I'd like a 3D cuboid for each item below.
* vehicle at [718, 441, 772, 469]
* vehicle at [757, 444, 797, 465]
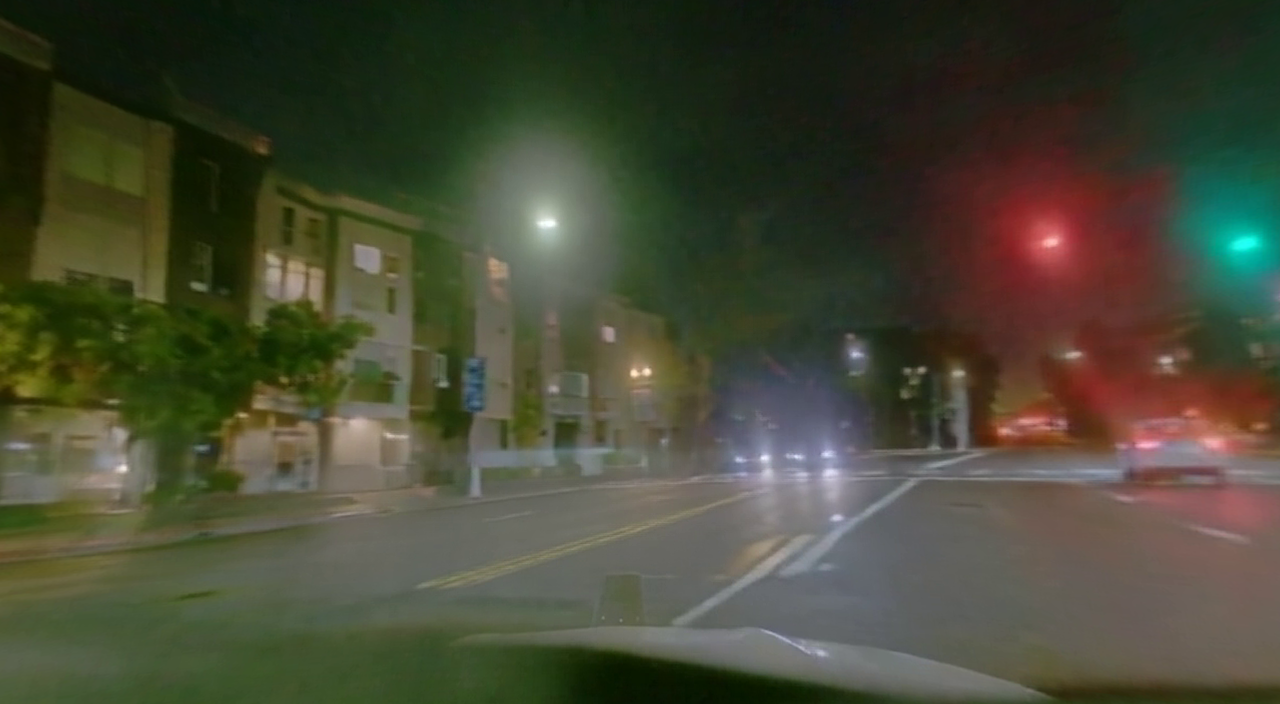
[{"bbox_3d":[6.844,6.657,40.966,2.075,1.708,4.335,-5,-10,29],"label":"vehicle"},{"bbox_3d":[10.179,7.563,46.694,1.719,1.440,4.201,-5,-10,29],"label":"vehicle"}]
